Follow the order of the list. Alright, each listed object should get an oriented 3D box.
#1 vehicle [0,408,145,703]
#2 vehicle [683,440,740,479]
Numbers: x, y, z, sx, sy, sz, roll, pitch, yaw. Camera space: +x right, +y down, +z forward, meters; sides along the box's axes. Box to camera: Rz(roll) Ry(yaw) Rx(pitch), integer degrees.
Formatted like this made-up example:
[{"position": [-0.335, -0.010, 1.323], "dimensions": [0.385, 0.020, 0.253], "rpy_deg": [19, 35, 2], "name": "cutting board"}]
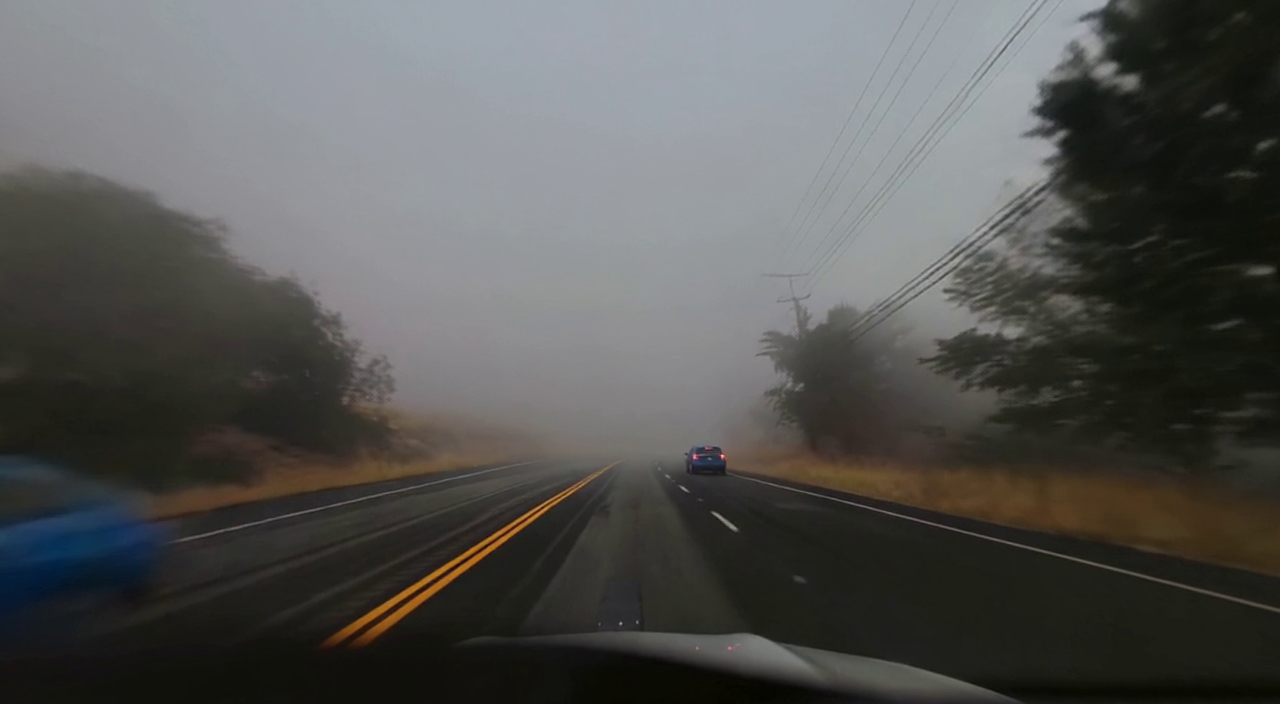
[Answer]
[{"position": [-4.283, 0.848, 1.880], "dimensions": [2.022, 1.506, 4.438], "rpy_deg": [0, -9, 0], "name": "vehicle"}, {"position": [3.289, 5.021, 29.749], "dimensions": [2.135, 1.692, 4.185], "rpy_deg": [0, -9, -1], "name": "vehicle"}]
